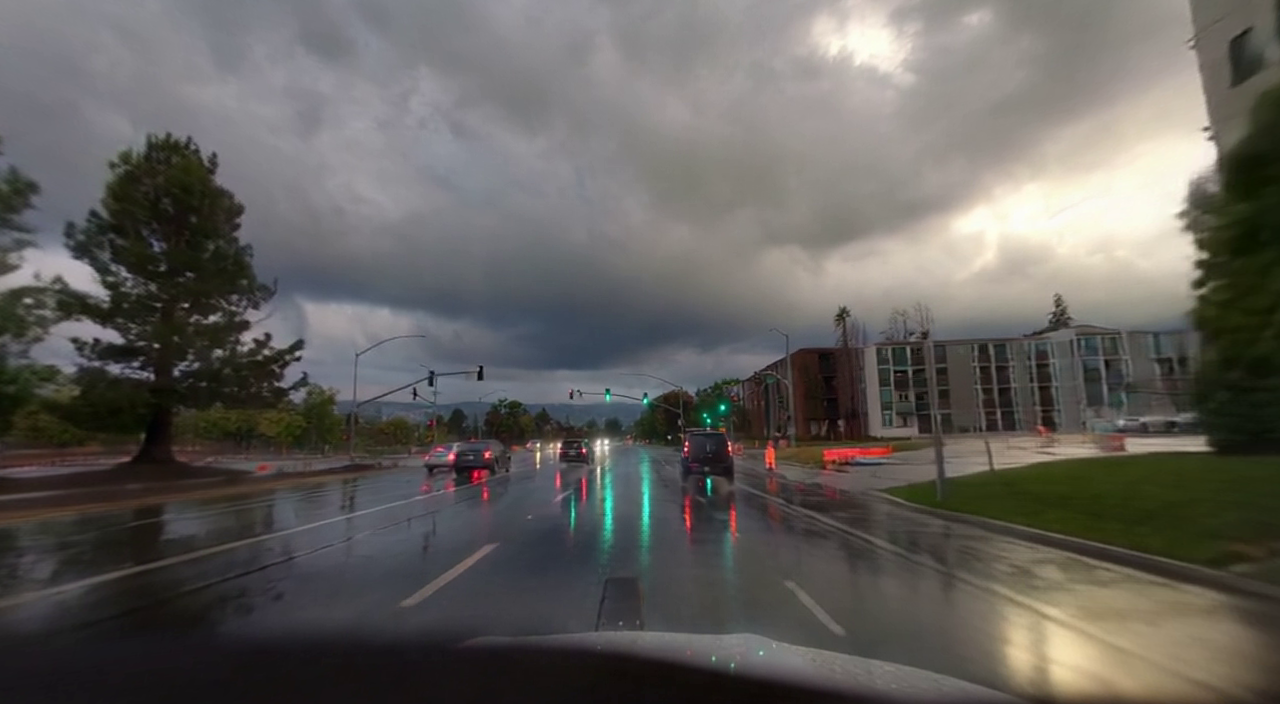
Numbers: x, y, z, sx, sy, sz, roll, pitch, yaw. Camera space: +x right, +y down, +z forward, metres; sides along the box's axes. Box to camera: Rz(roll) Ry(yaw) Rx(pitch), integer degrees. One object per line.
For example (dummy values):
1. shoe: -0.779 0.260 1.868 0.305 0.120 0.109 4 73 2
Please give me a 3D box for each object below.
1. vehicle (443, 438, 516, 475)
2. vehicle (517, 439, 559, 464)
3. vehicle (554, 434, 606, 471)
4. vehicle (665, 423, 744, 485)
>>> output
1. vehicle: -7.043 4.641 28.234 1.928 1.488 4.635 0 -8 2
2. vehicle: -6.541 6.453 41.070 1.993 1.492 3.666 0 -8 2
3. vehicle: -2.887 4.948 31.251 2.121 1.654 3.993 0 -8 1
4. vehicle: 2.015 3.370 21.017 2.197 1.835 4.316 0 -8 0
